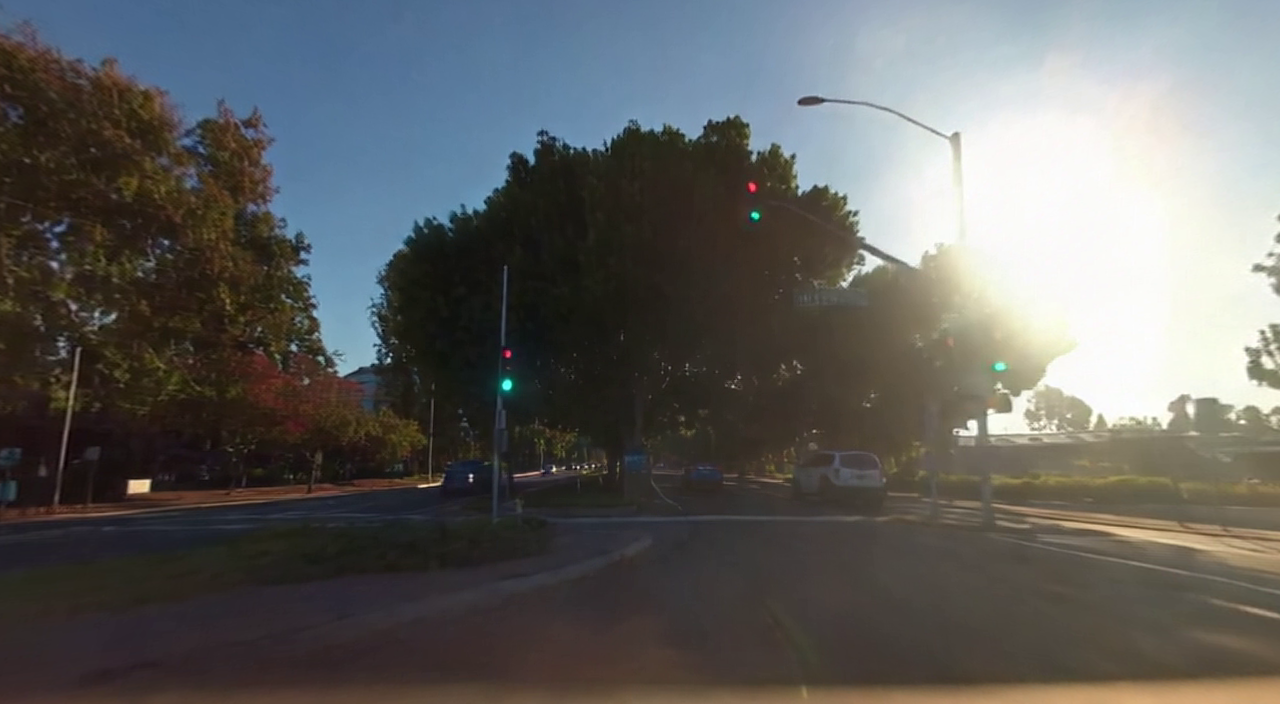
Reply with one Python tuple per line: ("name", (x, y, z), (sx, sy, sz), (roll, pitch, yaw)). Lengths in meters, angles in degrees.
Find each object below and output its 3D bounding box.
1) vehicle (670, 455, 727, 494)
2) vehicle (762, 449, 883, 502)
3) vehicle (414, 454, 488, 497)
("vehicle", (2.712, 5.806, 30.383), (2.140, 1.655, 4.786), (0, -8, -2))
("vehicle", (8.683, 5.920, 31.156), (2.771, 2.214, 7.159), (1, -9, -10))
("vehicle", (-8.770, 5.753, 29.767), (2.049, 1.786, 4.557), (0, -8, 0))
